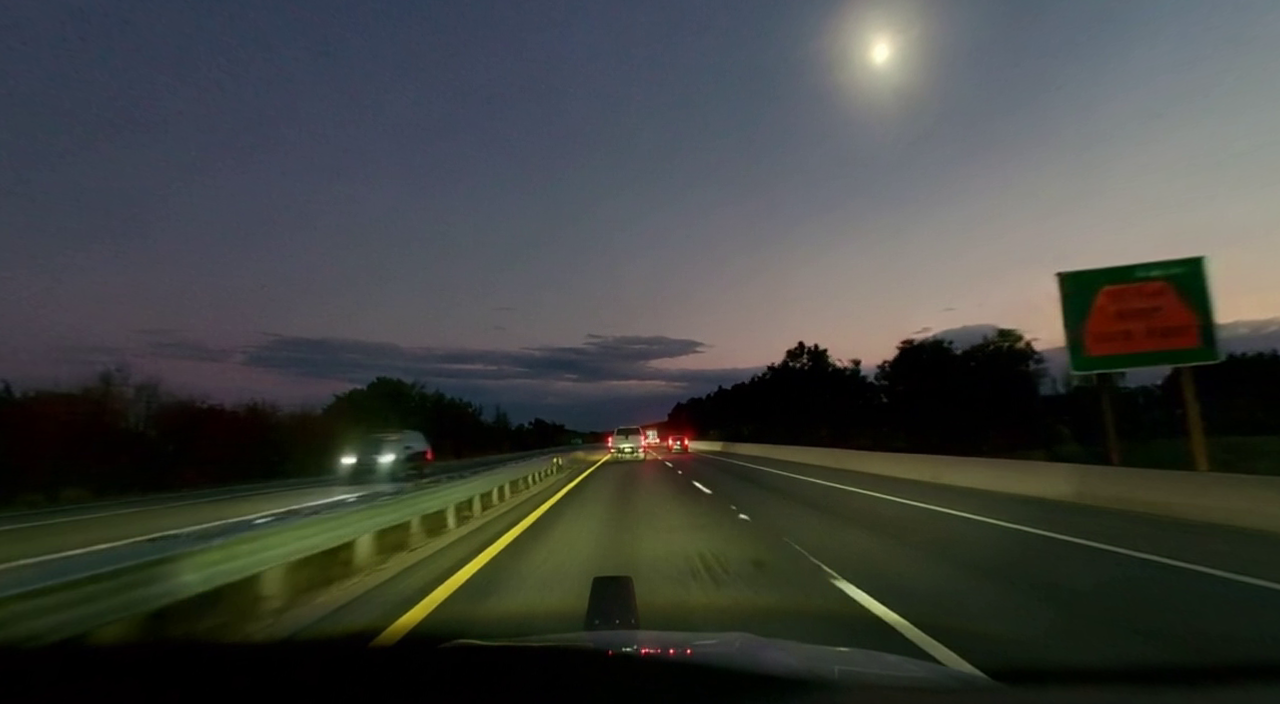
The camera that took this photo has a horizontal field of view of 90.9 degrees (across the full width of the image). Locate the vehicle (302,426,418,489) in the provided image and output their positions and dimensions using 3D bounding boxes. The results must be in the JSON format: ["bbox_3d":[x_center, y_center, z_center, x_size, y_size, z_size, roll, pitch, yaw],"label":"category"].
[{"bbox_3d":[-9.314,3.509,21.431,1.957,1.894,4.375,0,-8,-1],"label":"vehicle"}]

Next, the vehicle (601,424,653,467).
[{"bbox_3d":[-0.700,4.854,32.973,2.503,2.044,4.633,0,-8,-2],"label":"vehicle"}]
